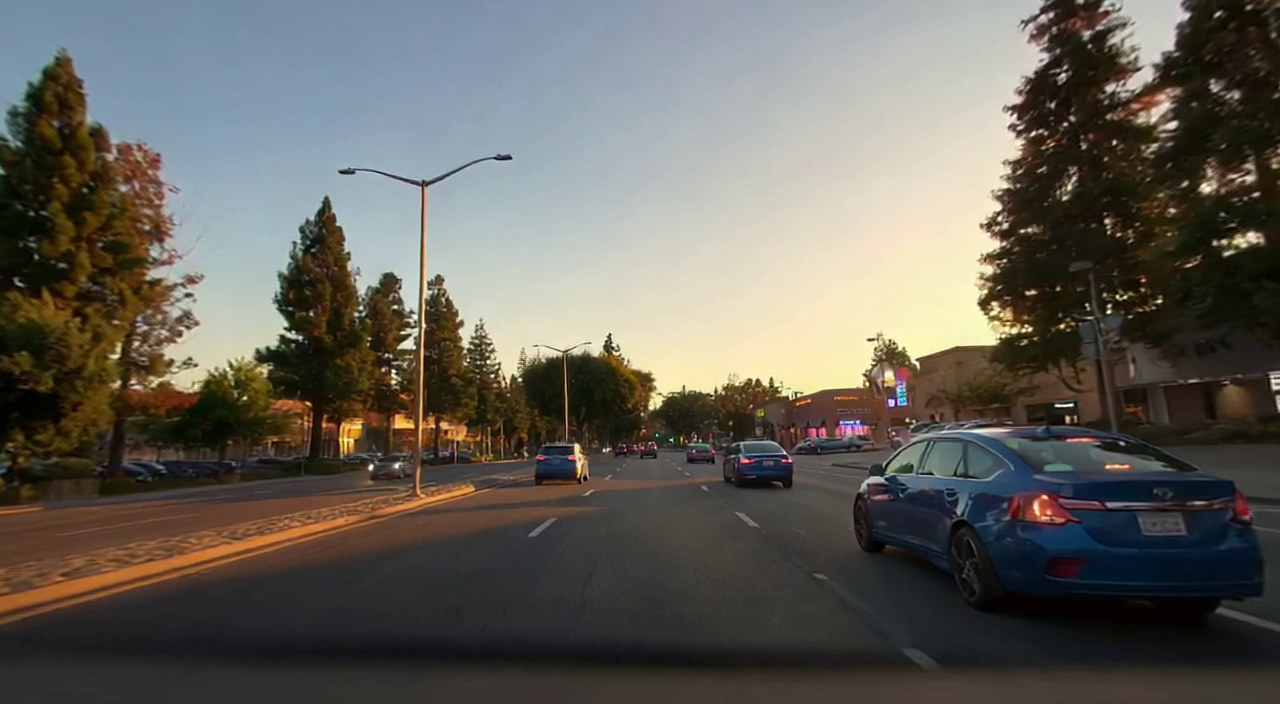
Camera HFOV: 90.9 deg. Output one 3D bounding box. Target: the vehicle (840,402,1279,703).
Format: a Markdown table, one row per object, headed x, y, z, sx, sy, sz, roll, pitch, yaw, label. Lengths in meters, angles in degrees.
| x | y | z | sx | sy | sz | roll | pitch | yaw | label |
| --- | --- | --- | --- | --- | --- | --- | --- | --- | --- |
| 3.472 | 1.330 | 5.356 | 1.976 | 1.491 | 4.714 | 0 | -8 | 0 | vehicle |

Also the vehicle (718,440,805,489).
| x | y | z | sx | sy | sz | roll | pitch | yaw | label |
| --- | --- | --- | --- | --- | --- | --- | --- | --- | --- |
| 4.052 | 3.848 | 21.915 | 2.036 | 1.480 | 4.659 | 0 | -8 | -1 | vehicle |

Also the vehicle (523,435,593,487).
| x | y | z | sx | sy | sz | roll | pitch | yaw | label |
| --- | --- | --- | --- | --- | --- | --- | --- | --- | --- |
| -2.979 | 4.071 | 23.861 | 1.981 | 1.731 | 4.360 | 0 | -8 | 1 | vehicle |
